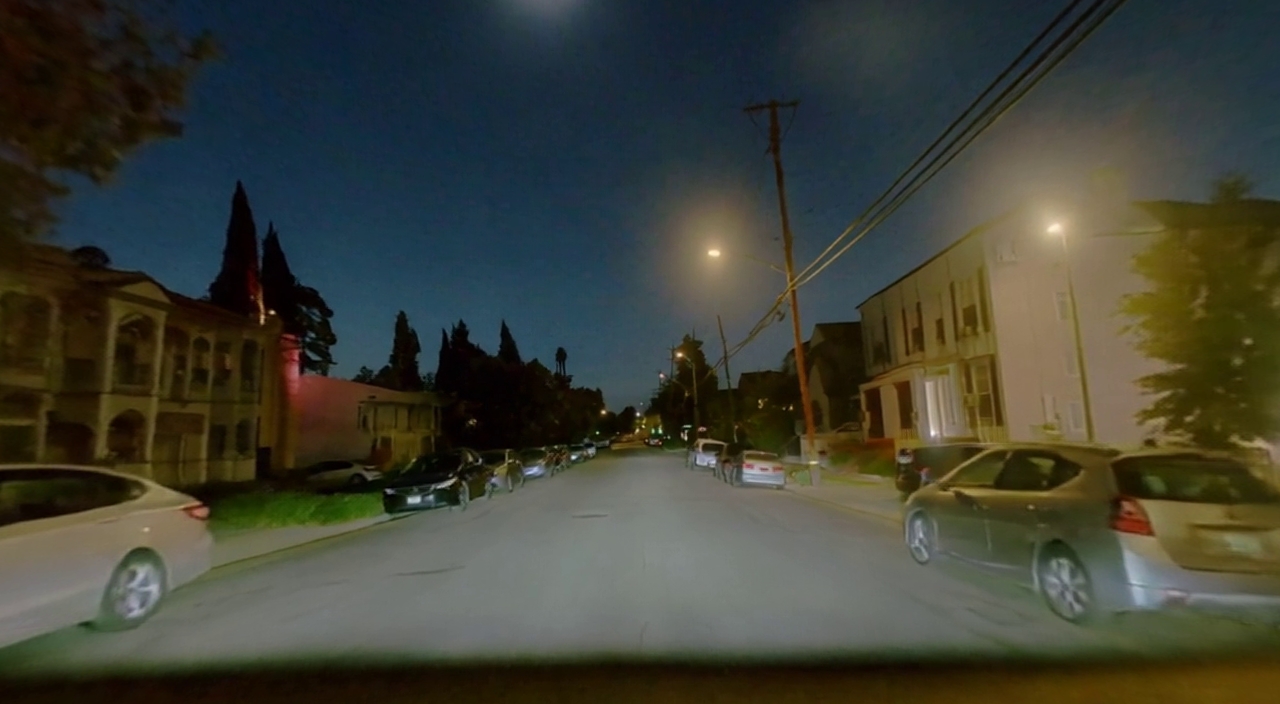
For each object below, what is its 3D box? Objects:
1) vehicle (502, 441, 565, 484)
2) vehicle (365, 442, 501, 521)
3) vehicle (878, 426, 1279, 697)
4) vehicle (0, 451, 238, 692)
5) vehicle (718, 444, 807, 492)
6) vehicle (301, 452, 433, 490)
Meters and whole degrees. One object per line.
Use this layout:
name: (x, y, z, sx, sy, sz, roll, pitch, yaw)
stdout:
vehicle: (-5.295, 5.538, 32.158, 2.184, 1.958, 5.757, 0, -8, 0)
vehicle: (-5.083, 3.201, 16.249, 2.032, 1.716, 4.382, 0, -8, 0)
vehicle: (4.212, 1.581, 6.075, 2.057, 1.511, 4.858, 1, -9, 1)
vehicle: (-5.143, 1.417, 4.043, 2.109, 1.501, 4.522, 0, -8, 1)
vehicle: (4.253, 4.097, 22.764, 2.174, 1.504, 4.809, 0, -8, -1)
vehicle: (-11.611, 5.074, 27.133, 4.754, 1.511, 2.008, 0, -8, -2)
